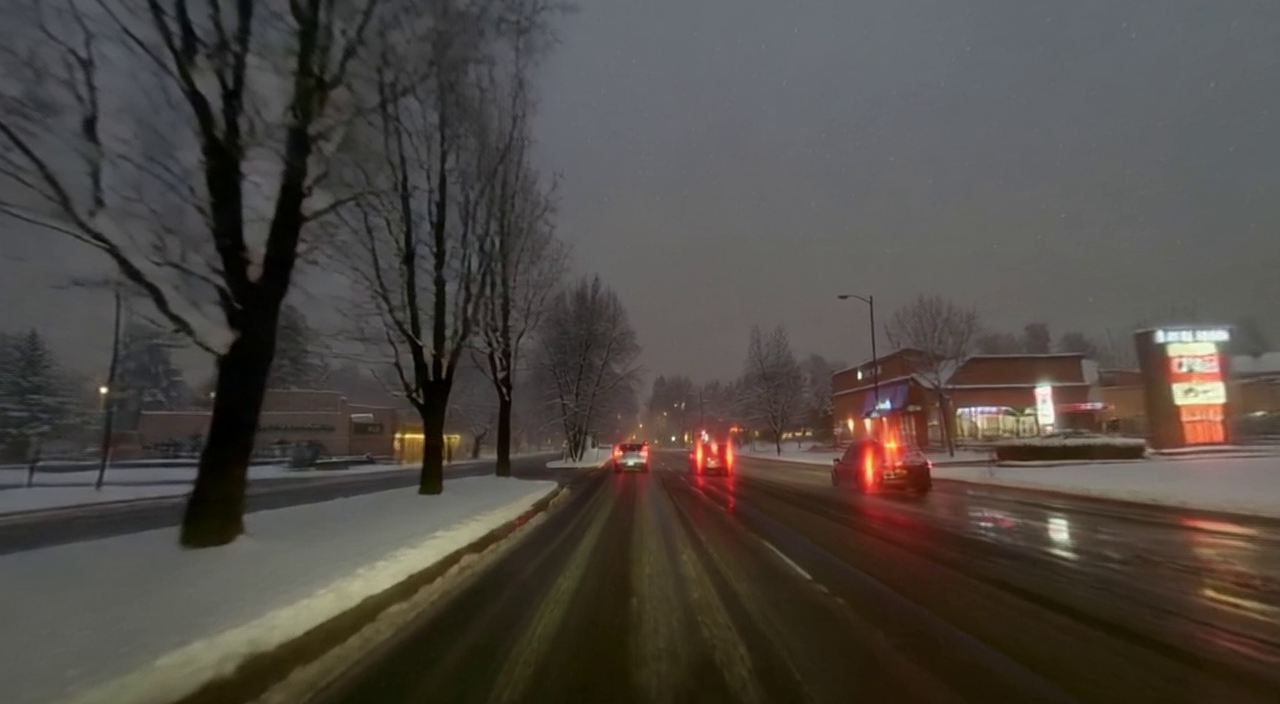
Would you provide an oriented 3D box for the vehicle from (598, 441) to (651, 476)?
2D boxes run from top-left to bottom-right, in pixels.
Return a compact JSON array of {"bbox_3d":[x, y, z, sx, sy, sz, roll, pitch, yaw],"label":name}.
[{"bbox_3d":[-0.680,4.851,28.981,2.242,1.474,4.127,0,-8,-1],"label":"vehicle"}]

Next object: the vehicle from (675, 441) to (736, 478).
[{"bbox_3d":[2.810,4.746,28.206,2.057,1.491,4.675,0,-8,-2],"label":"vehicle"}]

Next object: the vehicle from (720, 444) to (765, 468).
[{"bbox_3d":[6.505,6.663,40.654,2.068,1.393,3.874,0,-8,-3],"label":"vehicle"}]
